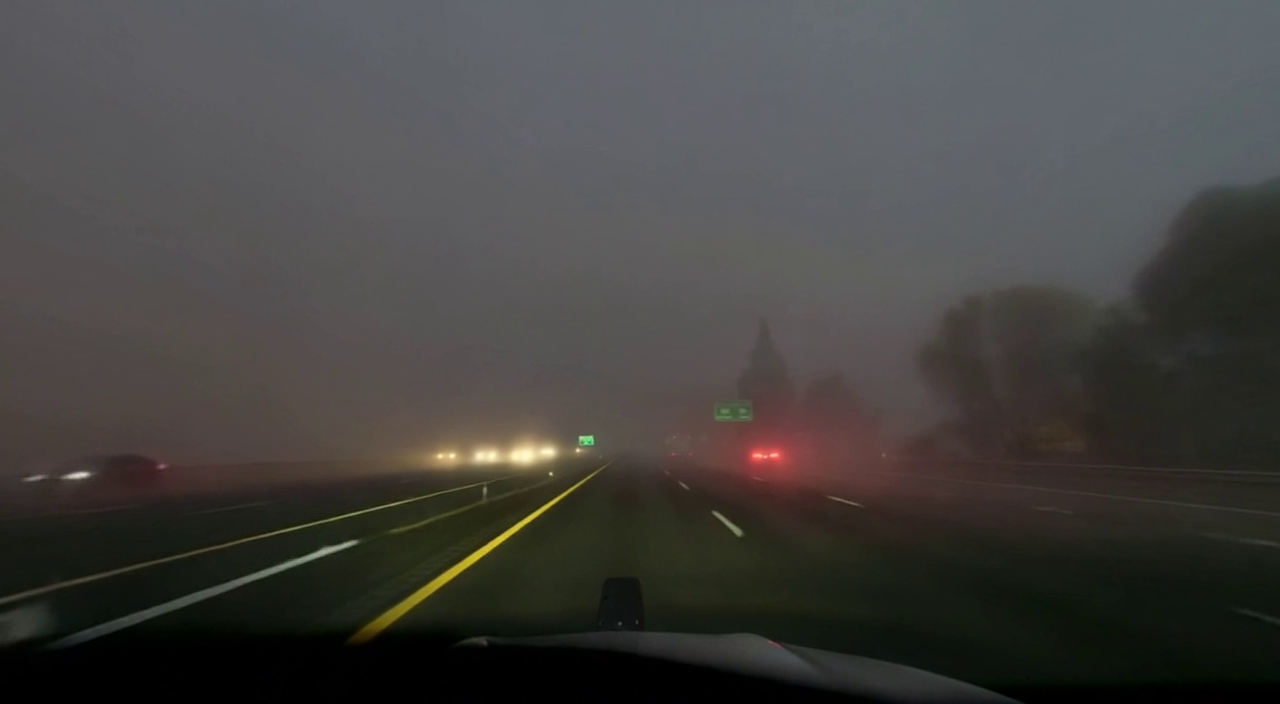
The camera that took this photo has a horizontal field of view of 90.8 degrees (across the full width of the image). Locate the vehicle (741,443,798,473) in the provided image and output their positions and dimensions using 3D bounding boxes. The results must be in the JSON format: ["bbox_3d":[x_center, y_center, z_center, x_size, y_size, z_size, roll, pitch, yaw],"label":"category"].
[{"bbox_3d":[6.744,5.546,33.300,2.009,1.456,4.097,0,-9,-1],"label":"vehicle"}]

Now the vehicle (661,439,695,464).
[{"bbox_3d":[2.869,7.664,48.601,2.258,1.824,4.908,0,-9,-1],"label":"vehicle"}]

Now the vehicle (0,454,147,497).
[{"bbox_3d":[-22.389,4.821,25.109,1.825,1.465,4.645,0,-9,0],"label":"vehicle"}]
